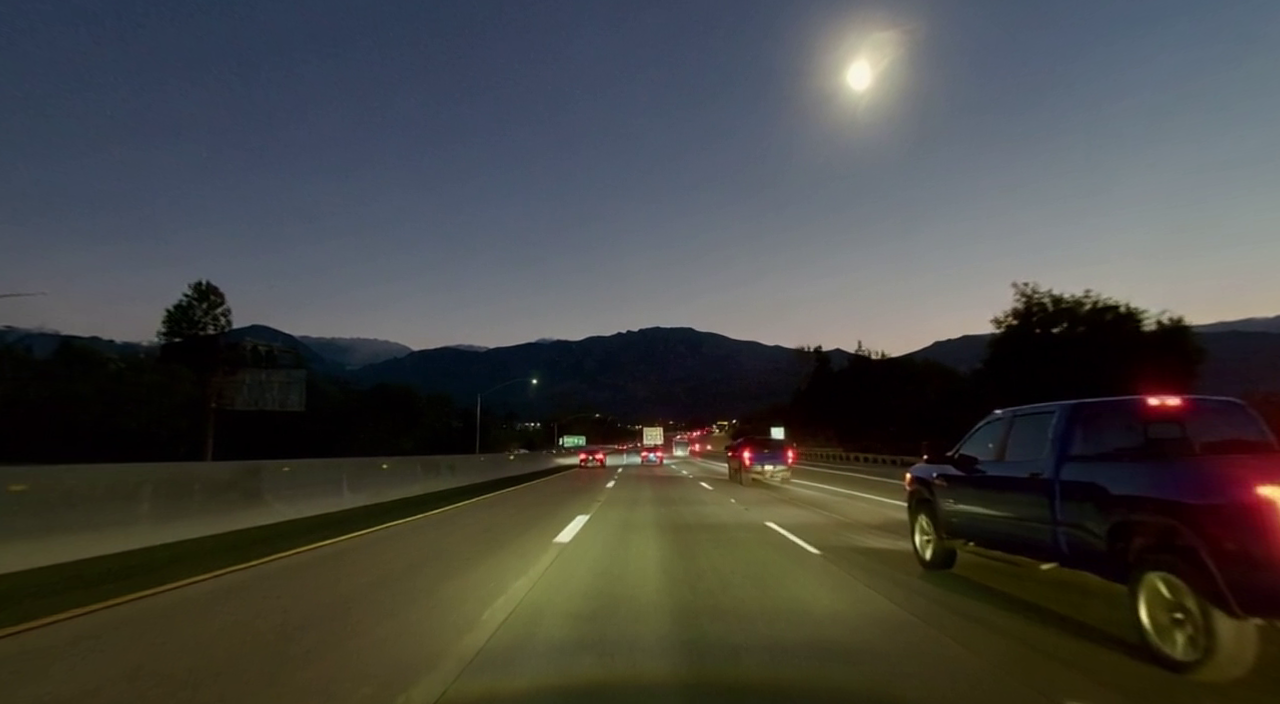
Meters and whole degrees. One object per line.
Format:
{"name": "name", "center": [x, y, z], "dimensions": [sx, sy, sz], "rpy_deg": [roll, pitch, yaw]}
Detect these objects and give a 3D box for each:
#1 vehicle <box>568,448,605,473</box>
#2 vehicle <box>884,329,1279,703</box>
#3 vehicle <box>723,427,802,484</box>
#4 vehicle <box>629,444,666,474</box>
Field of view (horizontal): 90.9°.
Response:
{"name": "vehicle", "center": [-3.434, 7.041, 41.244], "dimensions": [2.109, 1.530, 4.646], "rpy_deg": [0, -8, -1]}
{"name": "vehicle", "center": [3.966, 1.084, 4.561], "dimensions": [2.229, 1.837, 5.387], "rpy_deg": [0, -8, 0]}
{"name": "vehicle", "center": [4.552, 3.934, 24.198], "dimensions": [2.057, 1.958, 4.495], "rpy_deg": [0, -8, -1]}
{"name": "vehicle", "center": [0.386, 6.099, 36.282], "dimensions": [1.959, 1.604, 4.065], "rpy_deg": [0, -8, -2]}
